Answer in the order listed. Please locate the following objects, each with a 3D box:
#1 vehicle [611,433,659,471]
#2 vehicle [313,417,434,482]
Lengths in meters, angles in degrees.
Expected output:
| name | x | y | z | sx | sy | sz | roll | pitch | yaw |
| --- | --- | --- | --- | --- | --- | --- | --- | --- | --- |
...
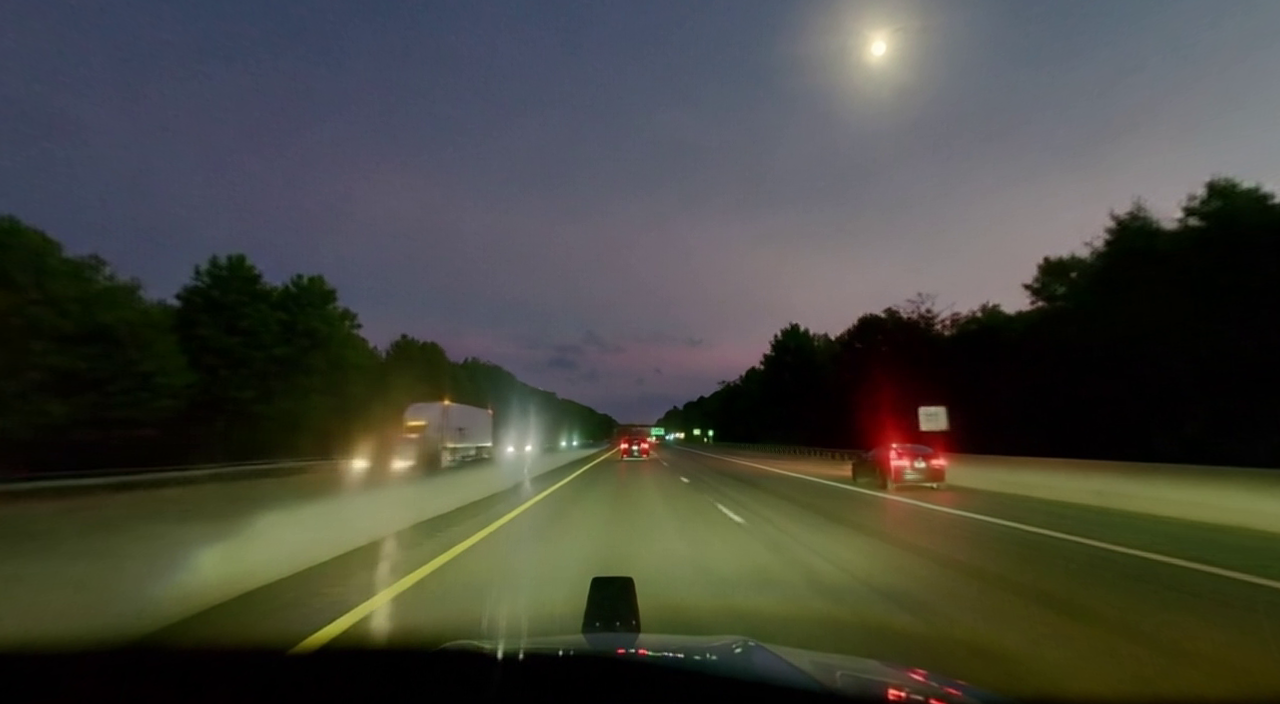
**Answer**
| name | x | y | z | sx | sy | sz | roll | pitch | yaw |
| --- | --- | --- | --- | --- | --- | --- | --- | --- | --- |
| vehicle | -0.252 | 4.152 | 26.481 | 1.897 | 1.479 | 3.724 | 0 | -8 | -2 |
| vehicle | -9.341 | 3.450 | 22.637 | 2.141 | 2.026 | 5.060 | 0 | -8 | 0 |
